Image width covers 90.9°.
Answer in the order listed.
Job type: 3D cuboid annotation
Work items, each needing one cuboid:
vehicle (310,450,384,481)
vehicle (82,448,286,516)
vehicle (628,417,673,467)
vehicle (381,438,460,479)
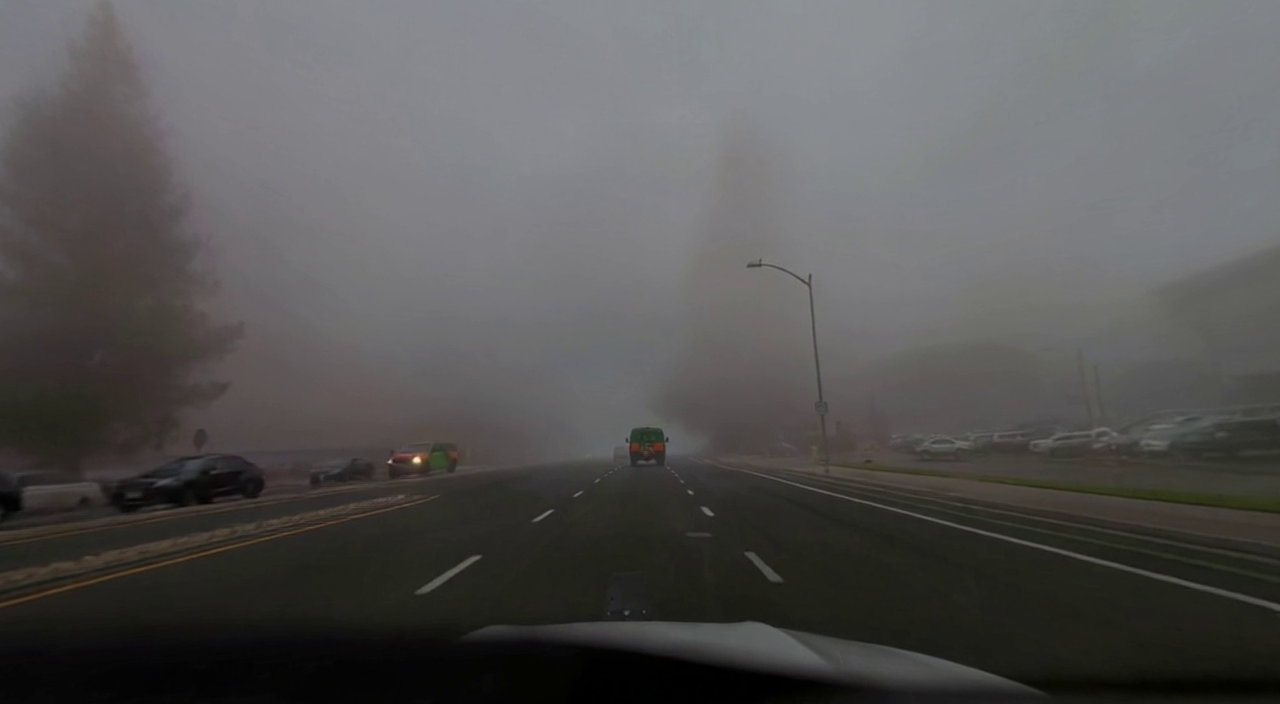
[{"bbox_3d":[-18.781,7.284,40.728,2.165,1.795,5.003,-1,-8,3],"label":"vehicle"},{"bbox_3d":[-11.747,3.336,16.750,1.884,1.486,4.566,0,-8,2],"label":"vehicle"},{"bbox_3d":[0.691,6.428,44.851,2.843,3.120,10.422,0,-8,0],"label":"vehicle"},{"bbox_3d":[-11.288,5.510,32.867,2.155,1.941,4.977,0,-8,2],"label":"vehicle"}]
